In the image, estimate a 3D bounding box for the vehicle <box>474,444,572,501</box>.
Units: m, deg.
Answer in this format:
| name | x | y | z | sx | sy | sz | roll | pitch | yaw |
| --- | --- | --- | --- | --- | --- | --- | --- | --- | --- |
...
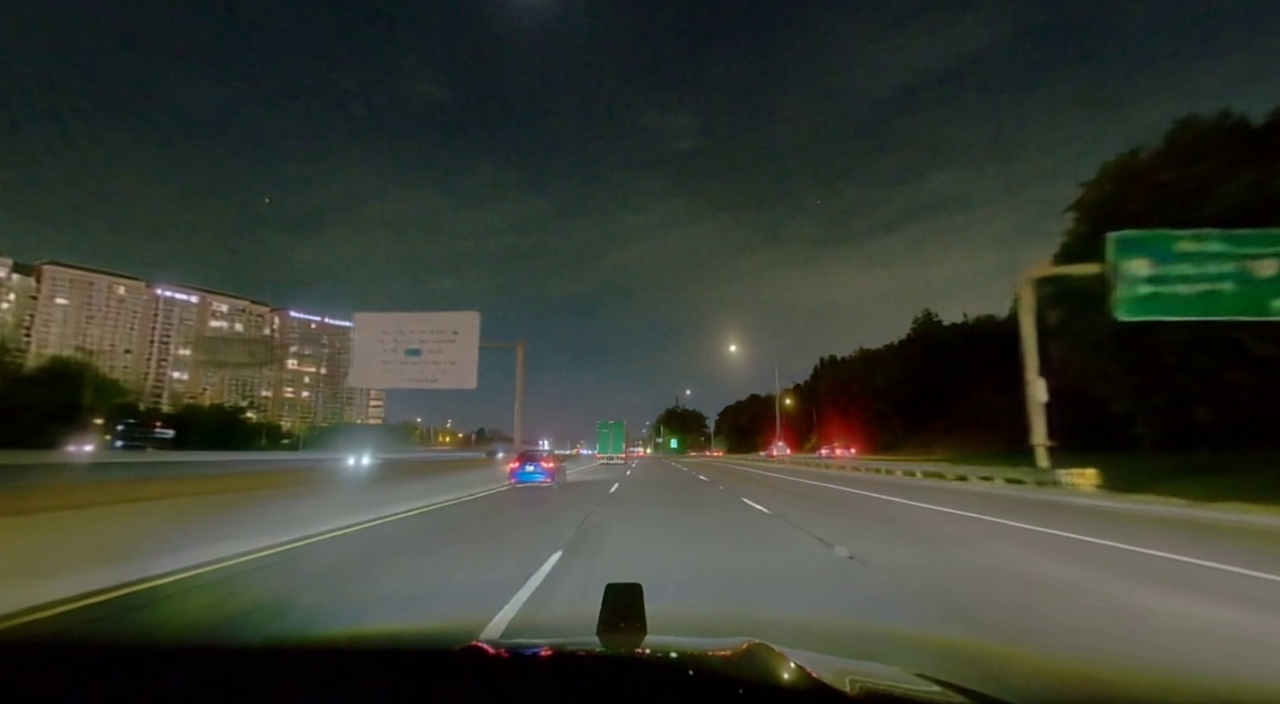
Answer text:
| name | x | y | z | sx | sy | sz | roll | pitch | yaw |
| --- | --- | --- | --- | --- | --- | --- | --- | --- | --- |
| vehicle | -3.348 | 3.560 | 19.025 | 2.039 | 1.478 | 4.483 | 0 | -9 | 1 |
